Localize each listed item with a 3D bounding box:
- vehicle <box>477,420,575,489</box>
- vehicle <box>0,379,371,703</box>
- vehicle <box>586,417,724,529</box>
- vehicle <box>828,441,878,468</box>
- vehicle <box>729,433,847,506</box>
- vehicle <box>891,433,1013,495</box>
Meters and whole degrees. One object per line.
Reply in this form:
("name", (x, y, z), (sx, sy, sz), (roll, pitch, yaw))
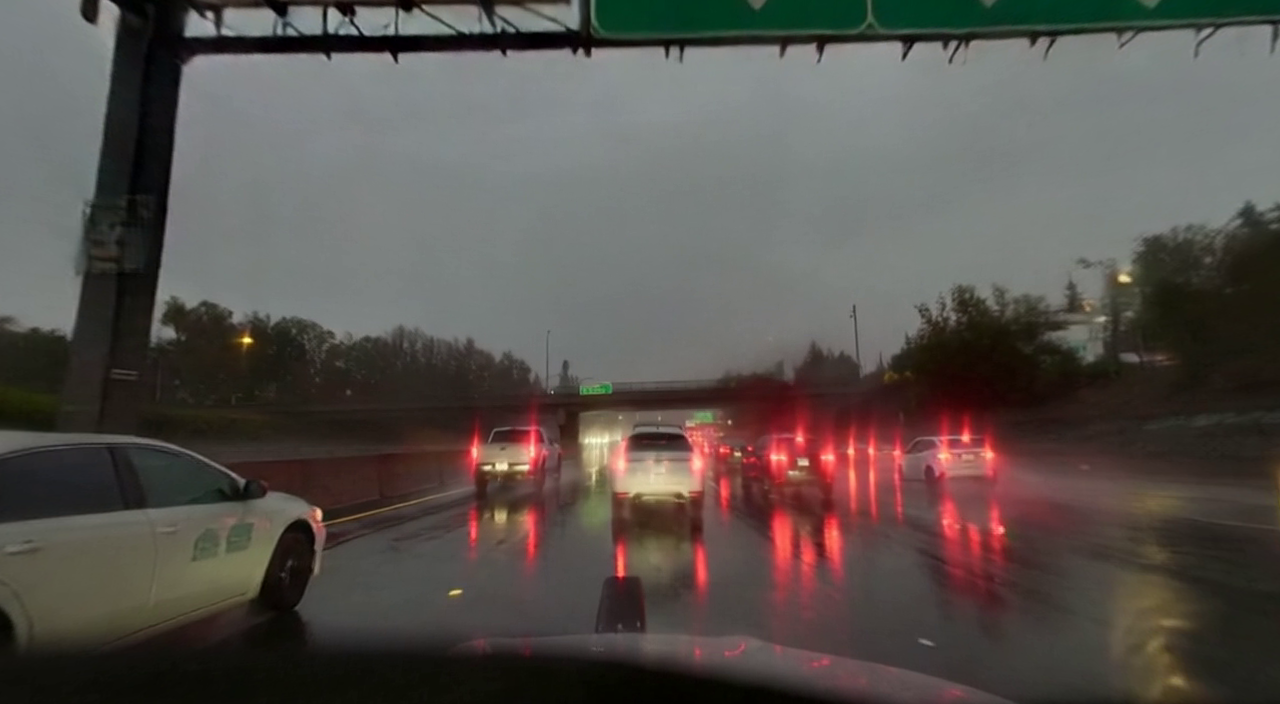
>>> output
("vehicle", (-3.876, 3.658, 22.742), (2.212, 2.101, 6.052), (0, -9, 2))
("vehicle", (-3.640, 1.056, 3.613), (2.014, 1.579, 4.761), (0, -9, 1))
("vehicle", (0.270, 2.246, 12.206), (2.181, 1.756, 4.167), (0, -9, 1))
("vehicle", (15.140, 7.314, 44.996), (2.085, 1.754, 4.466), (0, -9, 1))
("vehicle", (3.720, 3.034, 16.769), (2.022, 1.633, 4.651), (0, -9, 0))
("vehicle", (9.994, 3.596, 20.587), (1.977, 1.795, 4.208), (0, -9, 3))
